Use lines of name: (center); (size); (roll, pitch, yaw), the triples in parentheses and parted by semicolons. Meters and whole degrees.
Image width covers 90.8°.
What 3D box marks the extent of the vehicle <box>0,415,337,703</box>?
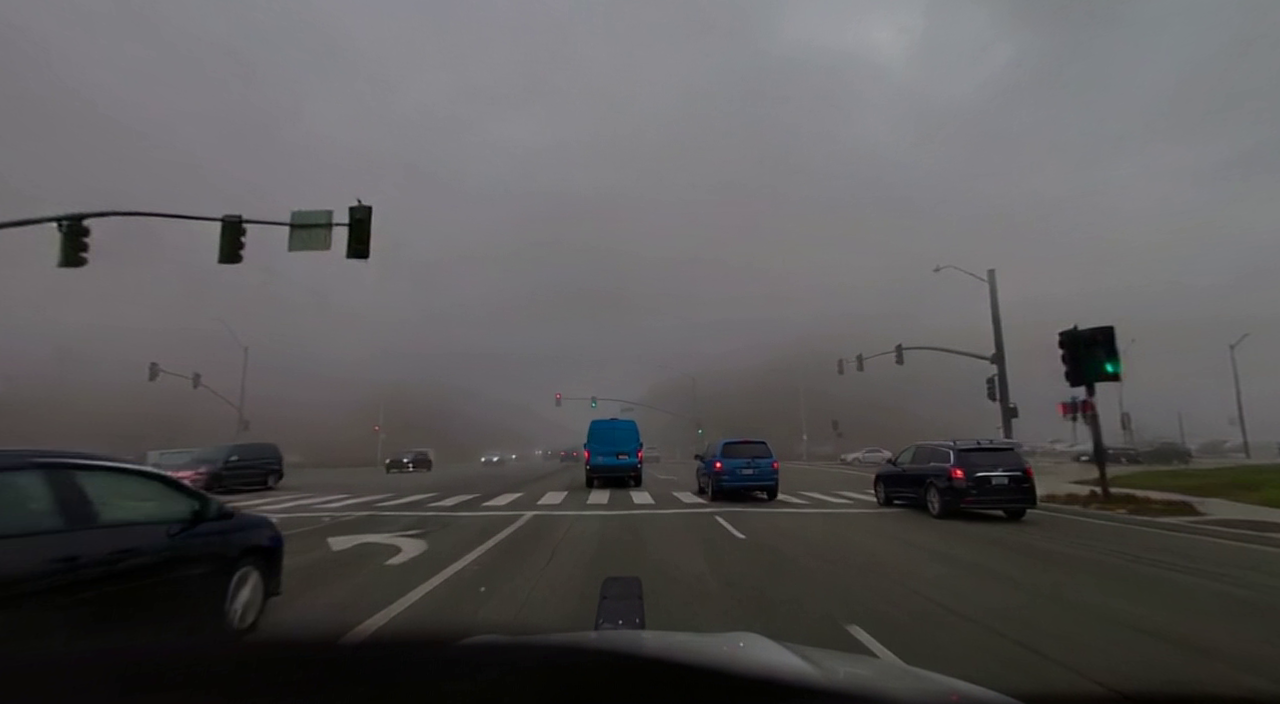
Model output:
vehicle: (-3.470, 1.019, 2.764); (1.997, 1.430, 4.655); (0, -9, 0)

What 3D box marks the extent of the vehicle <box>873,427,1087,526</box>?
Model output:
vehicle: (7.074, 2.617, 13.856); (2.023, 1.771, 4.488); (0, -9, -2)

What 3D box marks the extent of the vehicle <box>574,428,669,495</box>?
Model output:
vehicle: (-0.659, 3.705, 21.843); (2.848, 1.991, 5.706); (0, -9, -2)

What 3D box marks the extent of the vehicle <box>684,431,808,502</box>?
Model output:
vehicle: (2.801, 3.198, 18.113); (2.462, 1.736, 4.899); (0, -9, -3)
